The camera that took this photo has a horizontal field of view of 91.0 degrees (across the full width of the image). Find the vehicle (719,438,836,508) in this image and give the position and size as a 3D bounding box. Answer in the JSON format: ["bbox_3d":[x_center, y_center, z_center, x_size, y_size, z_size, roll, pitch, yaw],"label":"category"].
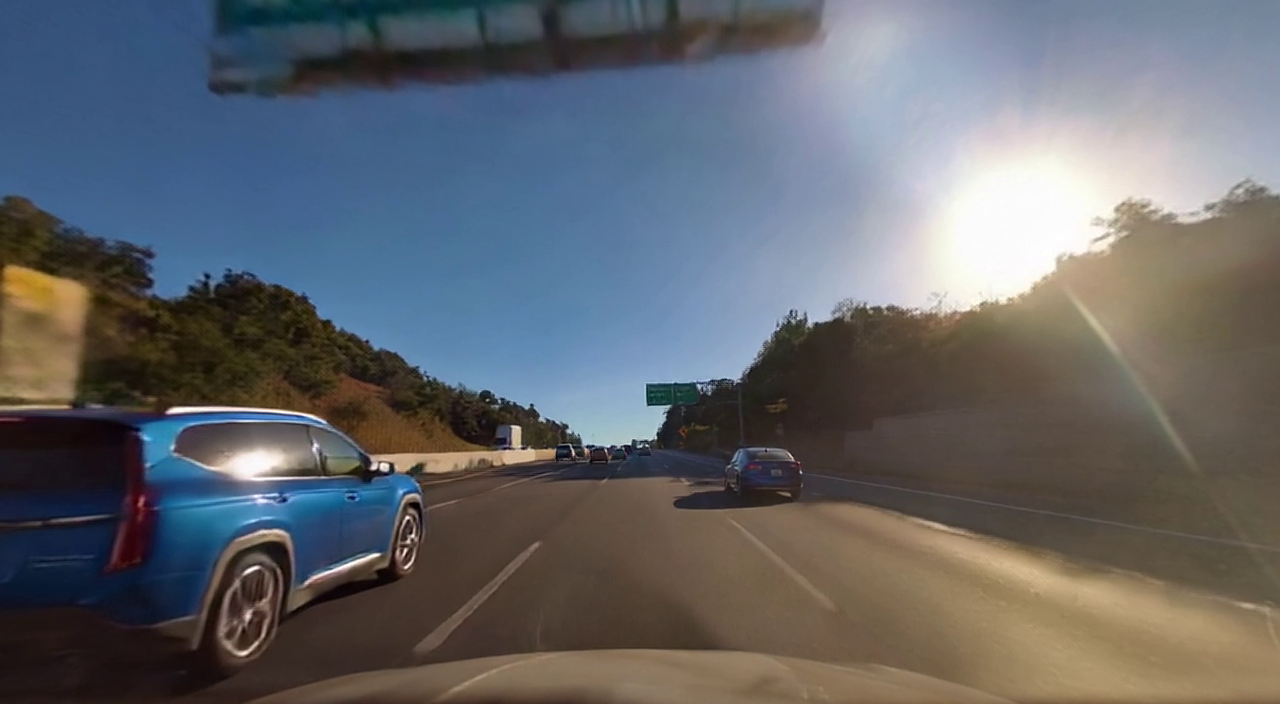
[{"bbox_3d":[3.255,2.959,15.860,1.979,1.486,4.125,0,-9,-1],"label":"vehicle"}]

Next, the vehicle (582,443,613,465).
[{"bbox_3d":[-3.160,7.748,47.789,2.030,1.563,4.389,0,-9,0],"label":"vehicle"}]

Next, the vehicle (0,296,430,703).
[{"bbox_3d":[-3.156,0.974,3.894,2.137,1.756,4.453,0,-8,0],"label":"vehicle"}]
